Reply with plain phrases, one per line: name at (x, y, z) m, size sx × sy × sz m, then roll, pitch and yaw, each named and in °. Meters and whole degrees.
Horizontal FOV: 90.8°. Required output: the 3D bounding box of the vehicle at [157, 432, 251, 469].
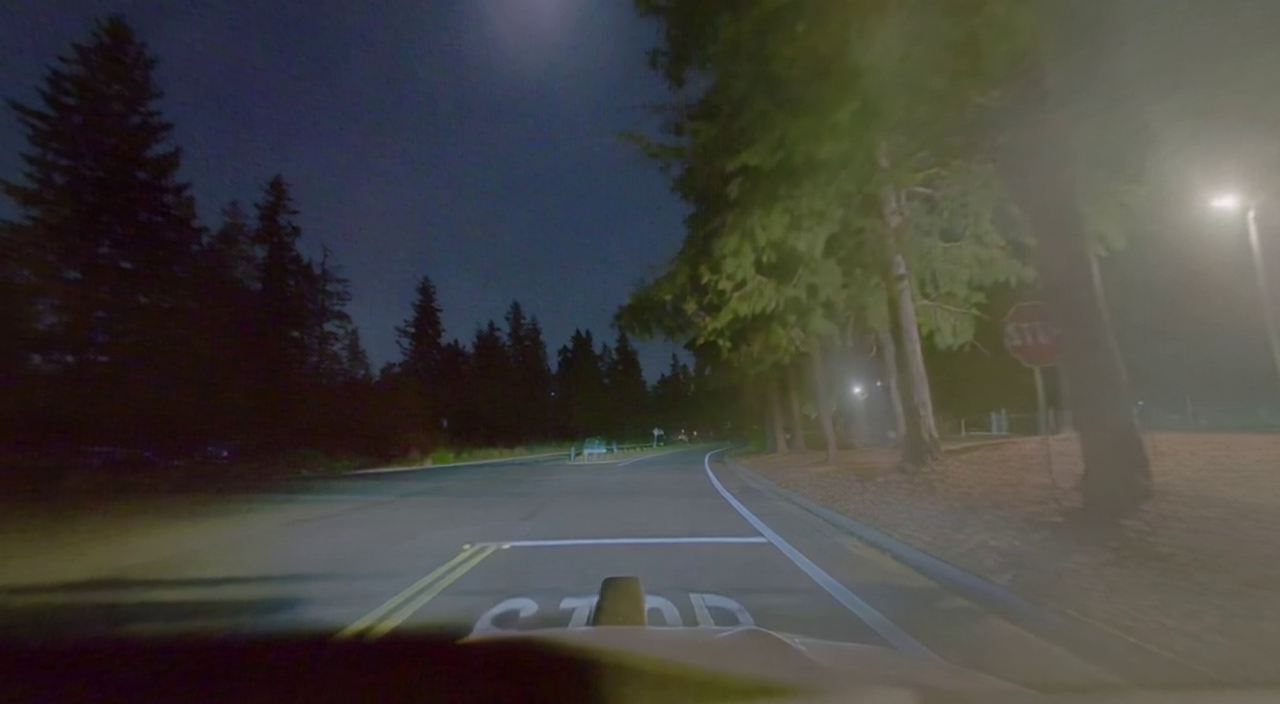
vehicle at (-27.821, 6.265, 40.391) m, size 4.733 × 1.892 × 1.939 m, roll -4°, pitch -4°, yaw 3°

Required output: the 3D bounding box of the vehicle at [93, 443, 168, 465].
vehicle at (-39.187, 7.836, 48.634) m, size 4.258 × 1.584 × 1.843 m, roll -1°, pitch -9°, yaw 5°

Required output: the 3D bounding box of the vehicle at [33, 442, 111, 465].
vehicle at (-44.216, 7.904, 49.227) m, size 4.229 × 1.674 × 1.996 m, roll -1°, pitch -9°, yaw 4°
